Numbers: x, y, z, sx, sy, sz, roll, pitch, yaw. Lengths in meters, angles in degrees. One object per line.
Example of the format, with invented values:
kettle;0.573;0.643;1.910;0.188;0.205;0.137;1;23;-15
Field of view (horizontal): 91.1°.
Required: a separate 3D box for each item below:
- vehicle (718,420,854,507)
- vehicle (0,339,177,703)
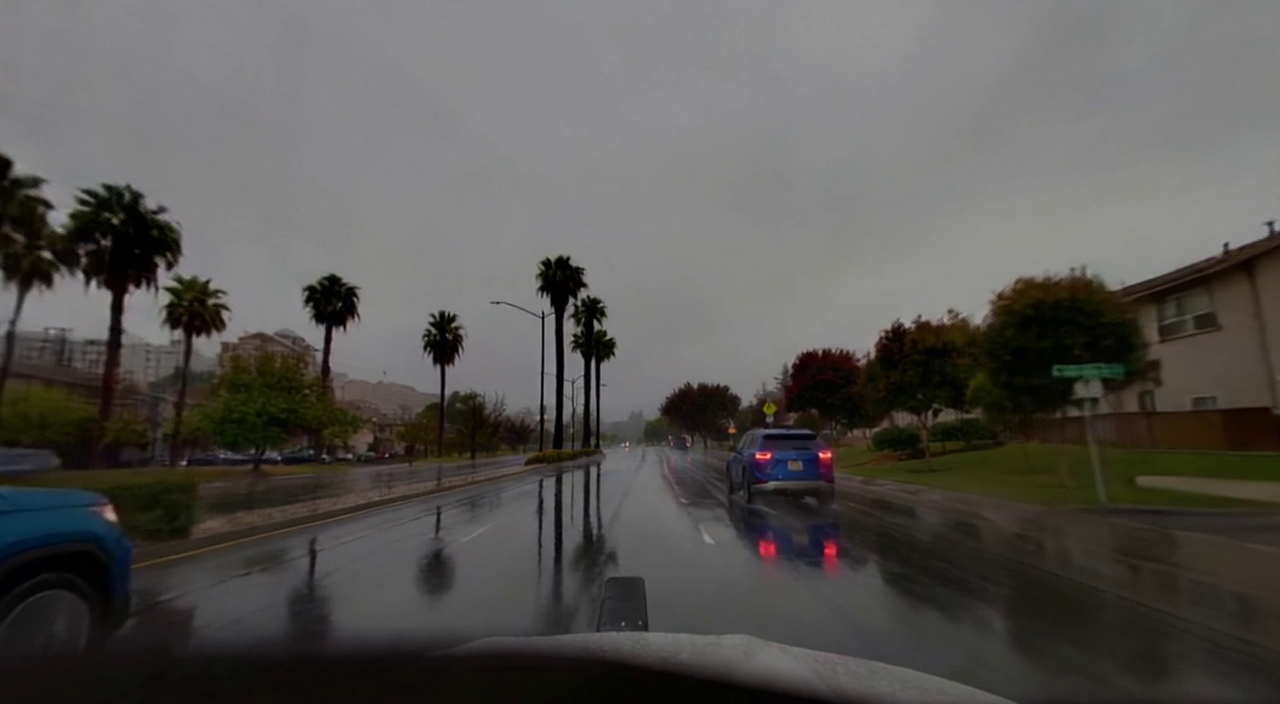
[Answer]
vehicle;3.324;2.663;15.412;2.195;1.804;4.658;0;-8;0
vehicle;-4.007;0.622;1.414;2.150;1.768;4.868;0;-8;0
